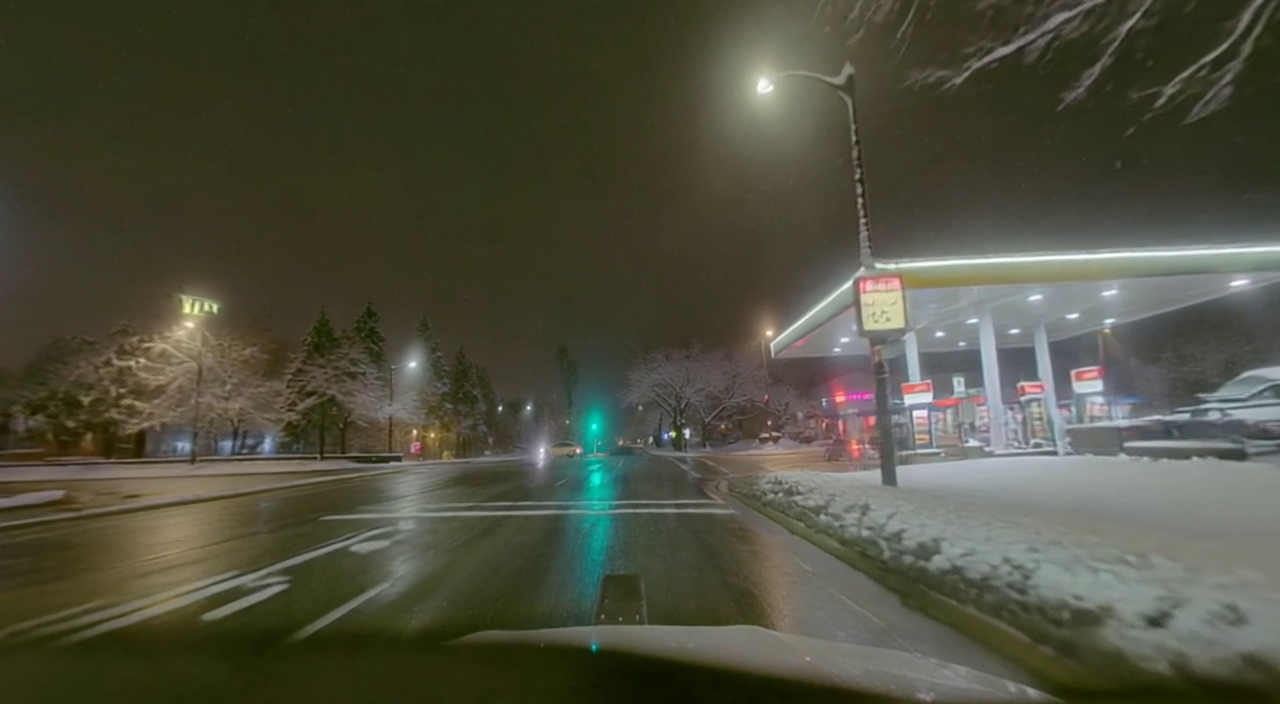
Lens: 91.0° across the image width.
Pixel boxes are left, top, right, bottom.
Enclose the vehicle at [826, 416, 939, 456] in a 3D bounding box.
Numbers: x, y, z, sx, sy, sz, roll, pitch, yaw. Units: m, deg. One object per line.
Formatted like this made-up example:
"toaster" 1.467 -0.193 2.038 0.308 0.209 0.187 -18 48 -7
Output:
"vehicle" 11.851 4.156 30.996 4.640 1.800 2.026 -1 -8 -1
